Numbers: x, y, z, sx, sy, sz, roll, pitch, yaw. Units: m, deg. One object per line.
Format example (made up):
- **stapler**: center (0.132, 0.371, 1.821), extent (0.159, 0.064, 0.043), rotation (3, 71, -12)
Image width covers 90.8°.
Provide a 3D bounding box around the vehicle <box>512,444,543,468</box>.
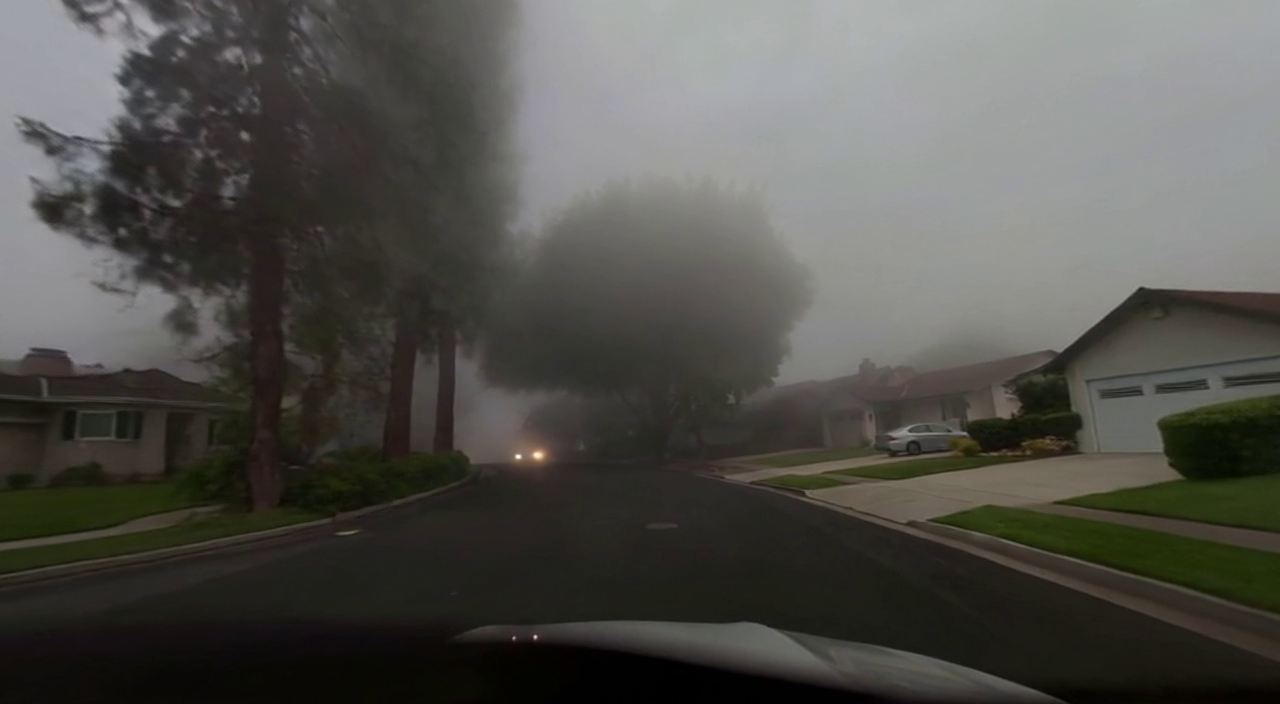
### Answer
- **vehicle**: center (-8.774, 8.085, 49.440), extent (2.217, 1.751, 4.763), rotation (1, -9, -8)
